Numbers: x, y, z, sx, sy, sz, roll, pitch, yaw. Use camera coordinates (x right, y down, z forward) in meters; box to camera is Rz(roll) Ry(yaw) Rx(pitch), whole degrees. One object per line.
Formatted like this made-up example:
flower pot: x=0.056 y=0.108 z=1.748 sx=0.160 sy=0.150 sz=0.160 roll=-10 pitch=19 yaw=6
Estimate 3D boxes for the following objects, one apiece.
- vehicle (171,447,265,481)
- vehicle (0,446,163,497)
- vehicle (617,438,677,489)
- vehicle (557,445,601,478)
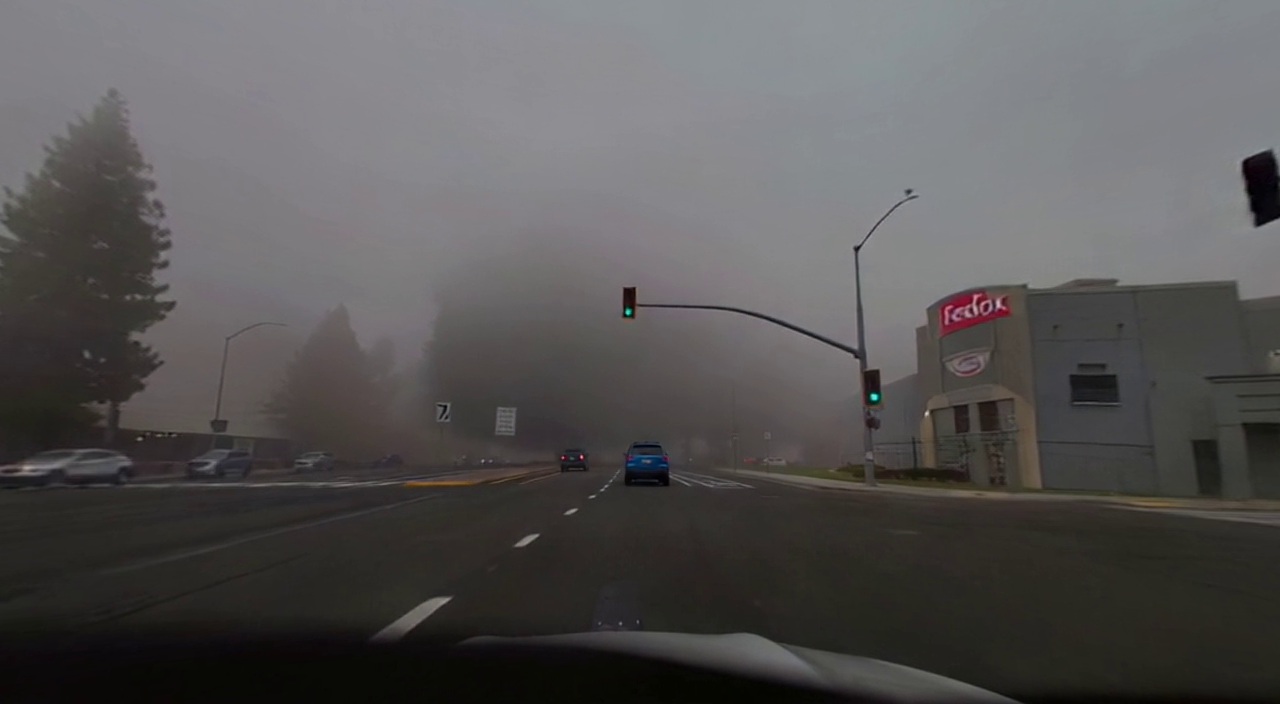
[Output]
vehicle: x=-25.519 y=6.758 z=38.521 sx=2.182 sy=1.906 sz=5.364 roll=0 pitch=-9 yaw=-2
vehicle: x=-19.718 y=4.118 z=22.304 sx=1.948 sy=1.586 sz=4.962 roll=0 pitch=-9 yaw=-2
vehicle: x=0.229 y=4.586 z=26.404 sx=2.273 sy=1.909 sz=5.075 roll=0 pitch=-9 yaw=-1
vehicle: x=-3.564 y=6.504 z=37.851 sx=2.202 sy=1.856 sz=4.516 roll=0 pitch=-9 yaw=0
